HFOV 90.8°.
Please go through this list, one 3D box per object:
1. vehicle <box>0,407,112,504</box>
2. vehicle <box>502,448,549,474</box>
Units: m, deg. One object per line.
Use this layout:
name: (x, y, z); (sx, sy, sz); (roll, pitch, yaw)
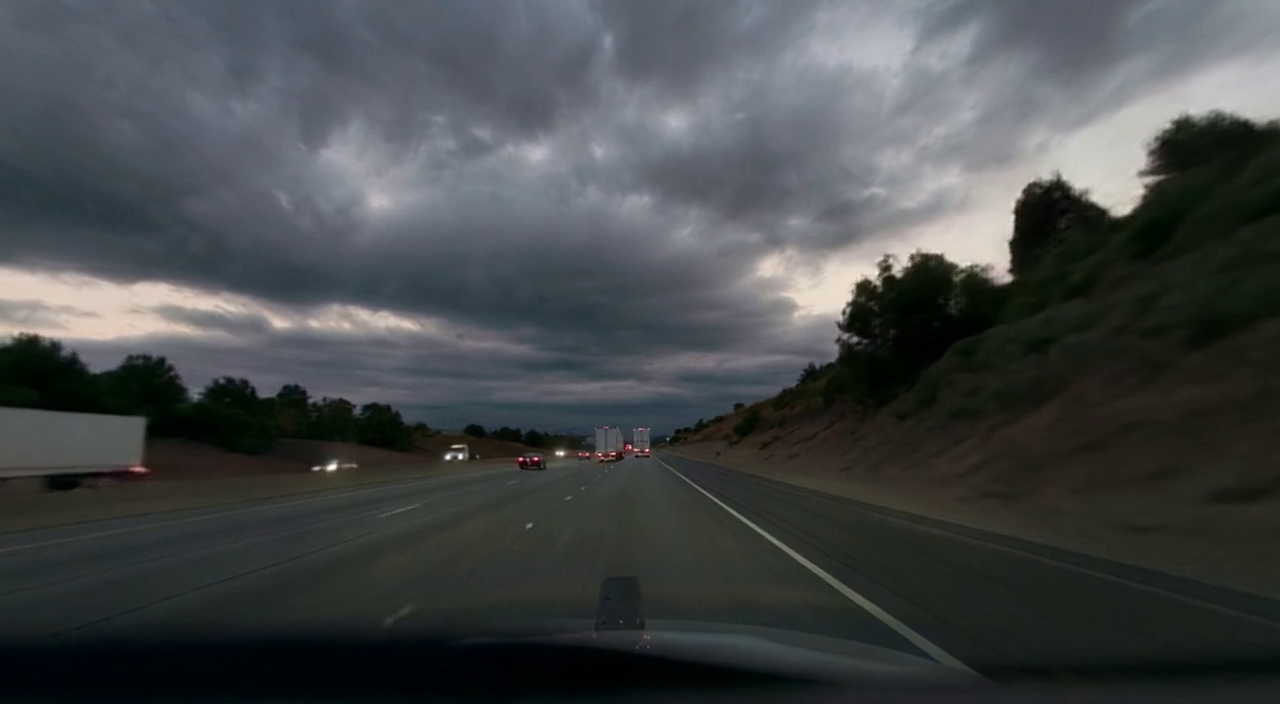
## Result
vehicle: (-23.426, 3.470, 21.130); (2.724, 3.282, 10.043); (0, -9, 0)
vehicle: (-7.195, 6.903, 40.168); (2.036, 1.474, 5.011); (0, -9, 0)
